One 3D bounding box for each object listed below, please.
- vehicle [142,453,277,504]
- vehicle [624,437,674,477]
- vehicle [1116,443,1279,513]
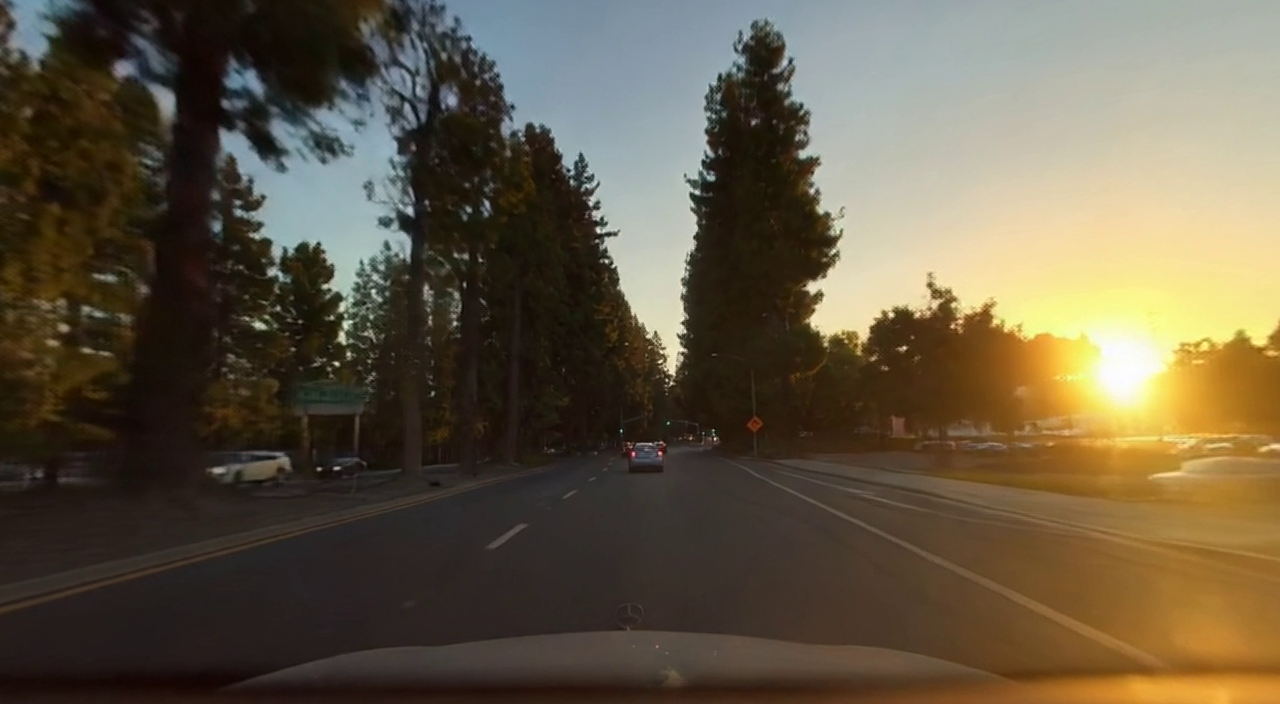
[{"bbox_3d":[-16.500,4.845,24.506,2.034,1.725,4.470,0,-9,0],"label":"vehicle"},{"bbox_3d":[0.358,4.834,29.080,2.135,1.691,3.884,0,-9,-2],"label":"vehicle"},{"bbox_3d":[15.335,3.275,16.582,3.968,1.668,1.853,-1,-8,3],"label":"vehicle"}]
